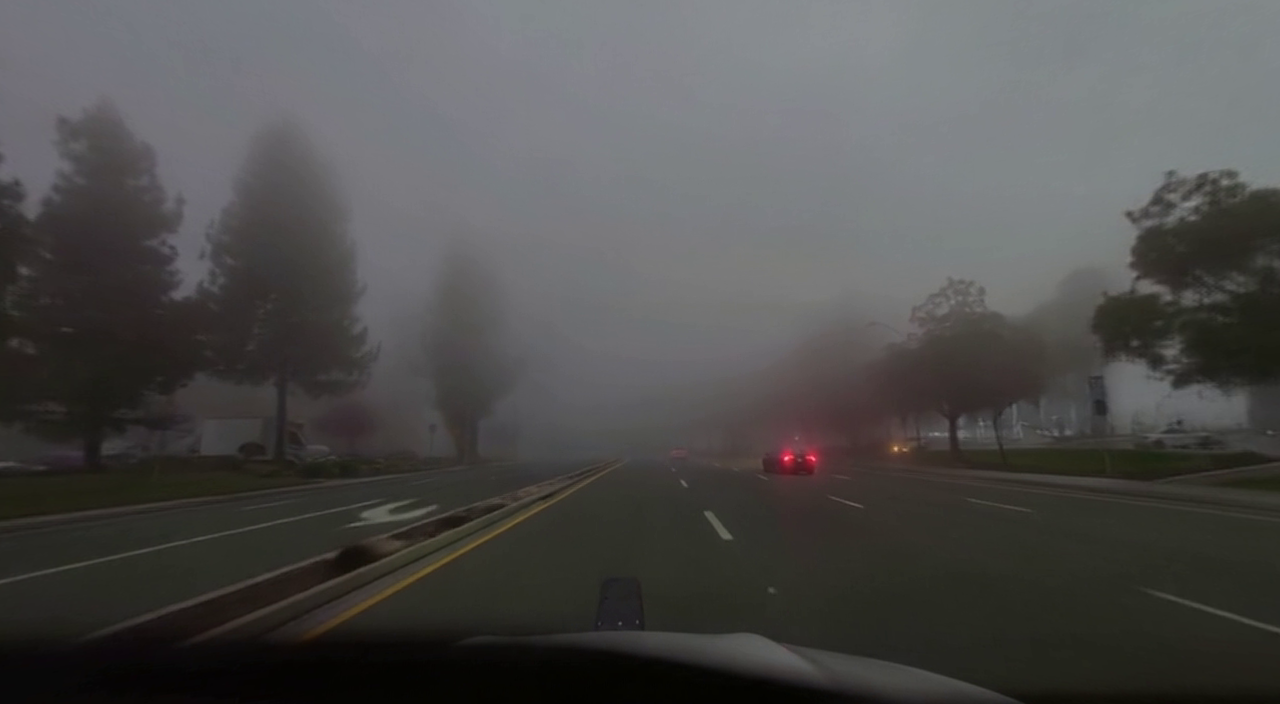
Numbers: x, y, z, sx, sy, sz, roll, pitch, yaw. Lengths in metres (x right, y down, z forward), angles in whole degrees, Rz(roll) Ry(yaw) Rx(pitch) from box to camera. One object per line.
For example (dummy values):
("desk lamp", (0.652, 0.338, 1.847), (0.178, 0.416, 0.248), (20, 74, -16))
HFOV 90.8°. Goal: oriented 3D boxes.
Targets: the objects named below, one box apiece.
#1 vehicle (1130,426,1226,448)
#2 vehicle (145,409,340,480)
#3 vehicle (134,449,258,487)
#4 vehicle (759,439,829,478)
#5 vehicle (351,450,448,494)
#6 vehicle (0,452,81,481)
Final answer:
("vehicle", (39.139, 6.240, 46.081), (1.814, 1.469, 4.858), (5, -10, -34))
("vehicle", (-20.828, 4.885, 33.482), (8.324, 3.550, 2.670), (0, -9, -1))
("vehicle", (-19.591, 5.114, 27.995), (4.259, 1.396, 1.815), (-4, -8, 5))
("vehicle", (7.022, 4.919, 29.348), (2.181, 1.639, 4.127), (0, -9, 0))
("vehicle", (-9.092, 4.537, 24.334), (1.865, 1.503, 4.375), (-1, -9, 2))
("vehicle", (-33.243, 6.156, 34.142), (4.106, 1.474, 1.835), (0, -9, -3))
